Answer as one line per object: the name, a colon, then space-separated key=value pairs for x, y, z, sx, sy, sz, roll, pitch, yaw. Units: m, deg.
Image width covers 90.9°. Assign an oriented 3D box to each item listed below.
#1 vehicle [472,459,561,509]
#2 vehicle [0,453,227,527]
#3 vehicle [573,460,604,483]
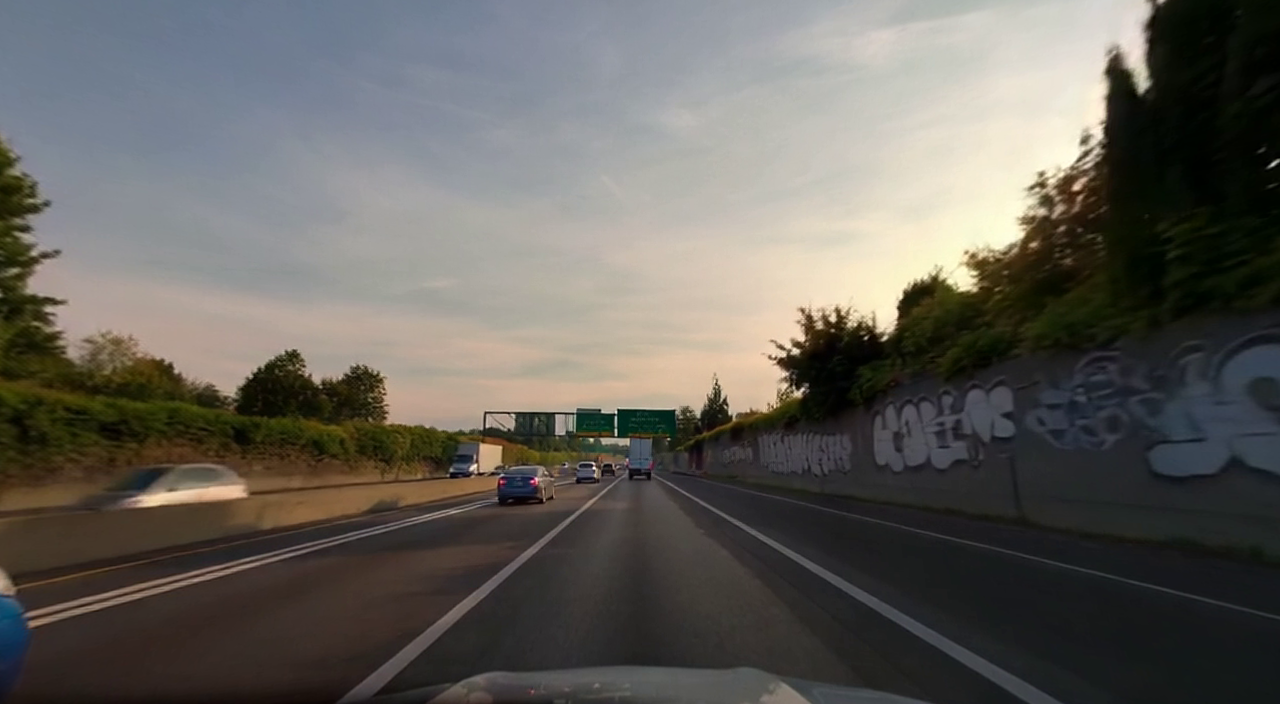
vehicle: x=-3.960 y=4.355 z=21.037 sx=2.054 sy=1.443 sz=4.131 roll=0 pitch=-10 yaw=1
vehicle: x=-12.449 y=3.281 z=15.360 sx=1.874 sy=1.514 sz=4.246 roll=1 pitch=-10 yaw=-1
vehicle: x=-3.903 y=9.141 z=48.255 sx=2.032 sy=1.625 sz=4.023 roll=0 pitch=-10 yaw=0
